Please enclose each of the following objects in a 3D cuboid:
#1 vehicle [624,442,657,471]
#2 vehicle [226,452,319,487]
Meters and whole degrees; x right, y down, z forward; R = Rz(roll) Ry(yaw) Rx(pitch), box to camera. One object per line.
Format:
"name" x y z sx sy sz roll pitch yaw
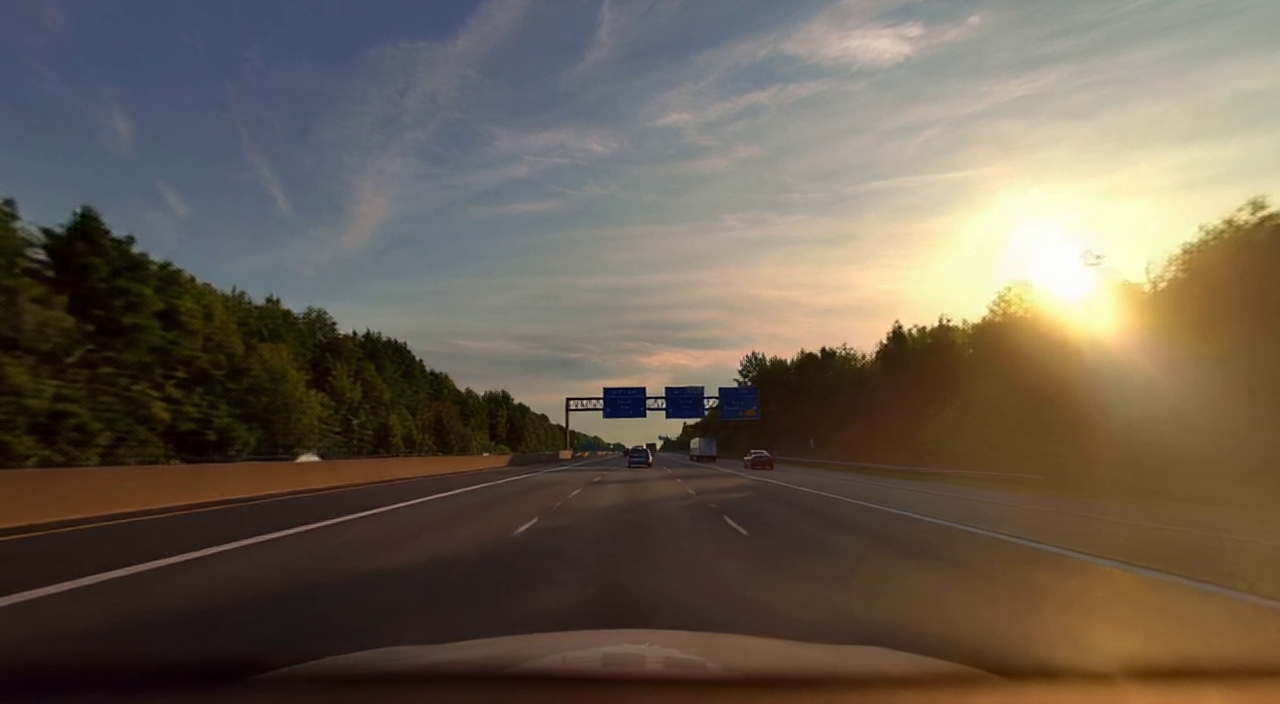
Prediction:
"vehicle" 0.060 7.114 42.834 2.167 1.847 4.097 0 -9 0
"vehicle" -18.798 5.998 32.532 2.067 1.640 4.449 0 -9 1
